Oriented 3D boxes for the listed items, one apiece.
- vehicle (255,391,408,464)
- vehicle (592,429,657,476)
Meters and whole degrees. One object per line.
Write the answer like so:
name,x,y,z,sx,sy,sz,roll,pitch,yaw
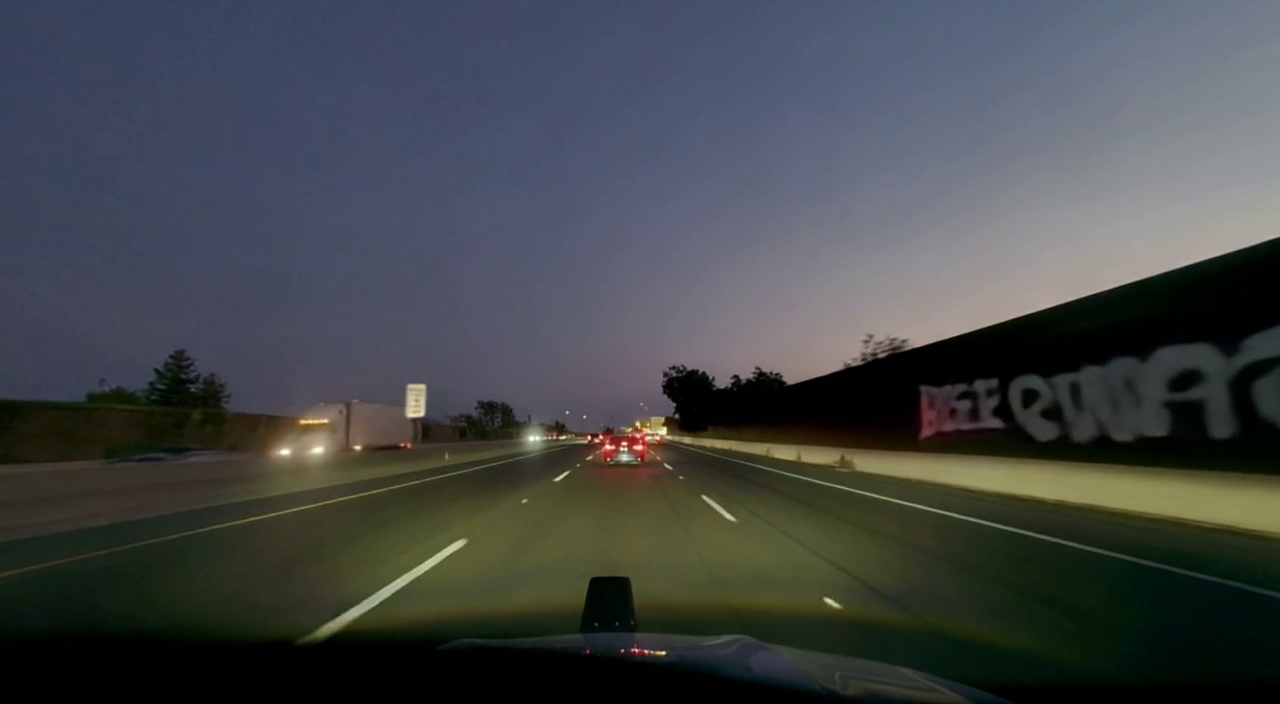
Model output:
vehicle,-22.052,5.764,47.229,3.141,4.374,17.378,1,-8,-2
vehicle,-0.535,3.424,21.808,2.044,1.477,3.693,0,-8,-1
